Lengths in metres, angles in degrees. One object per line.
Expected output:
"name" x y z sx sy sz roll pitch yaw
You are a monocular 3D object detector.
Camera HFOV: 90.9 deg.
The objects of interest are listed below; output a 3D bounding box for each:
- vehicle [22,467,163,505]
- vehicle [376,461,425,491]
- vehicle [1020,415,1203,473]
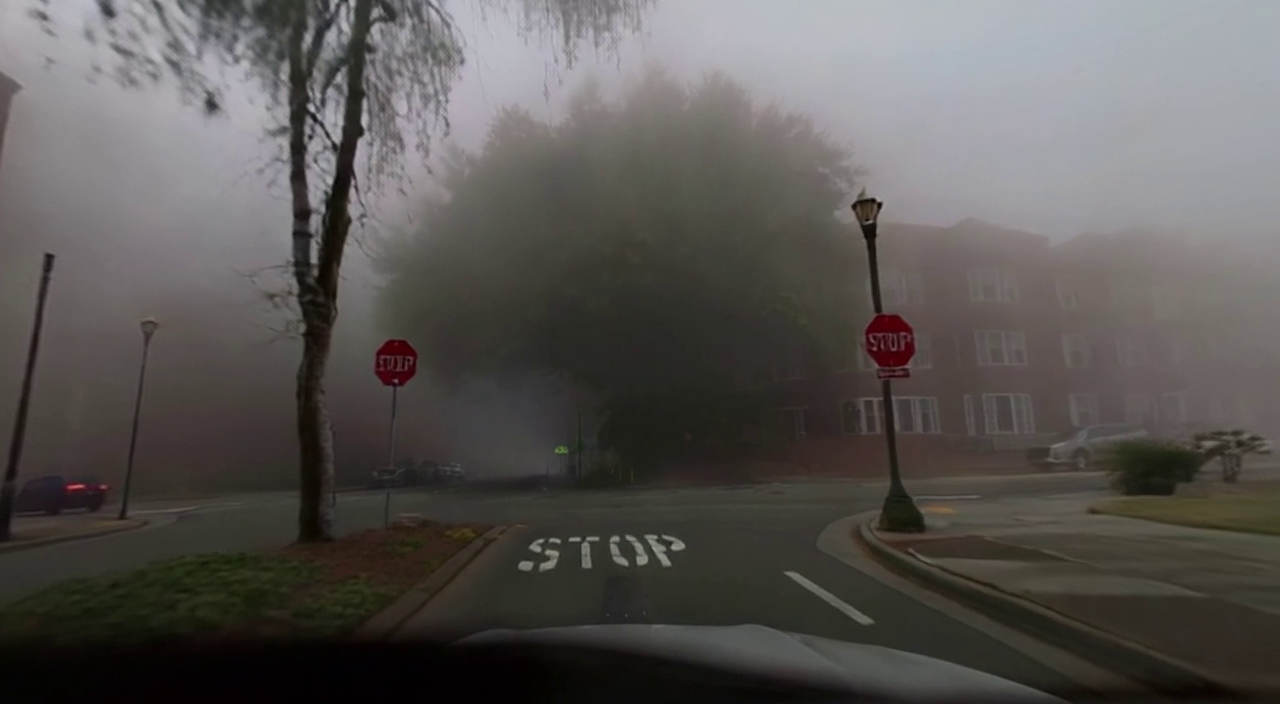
"vehicle" -24.162 5.932 27.919 4.654 1.503 1.951 -2 -9 6
"vehicle" -13.978 7.232 36.972 2.027 1.475 4.522 2 -9 -13
"vehicle" 18.273 3.631 24.680 5.213 1.850 2.126 -4 -10 3
